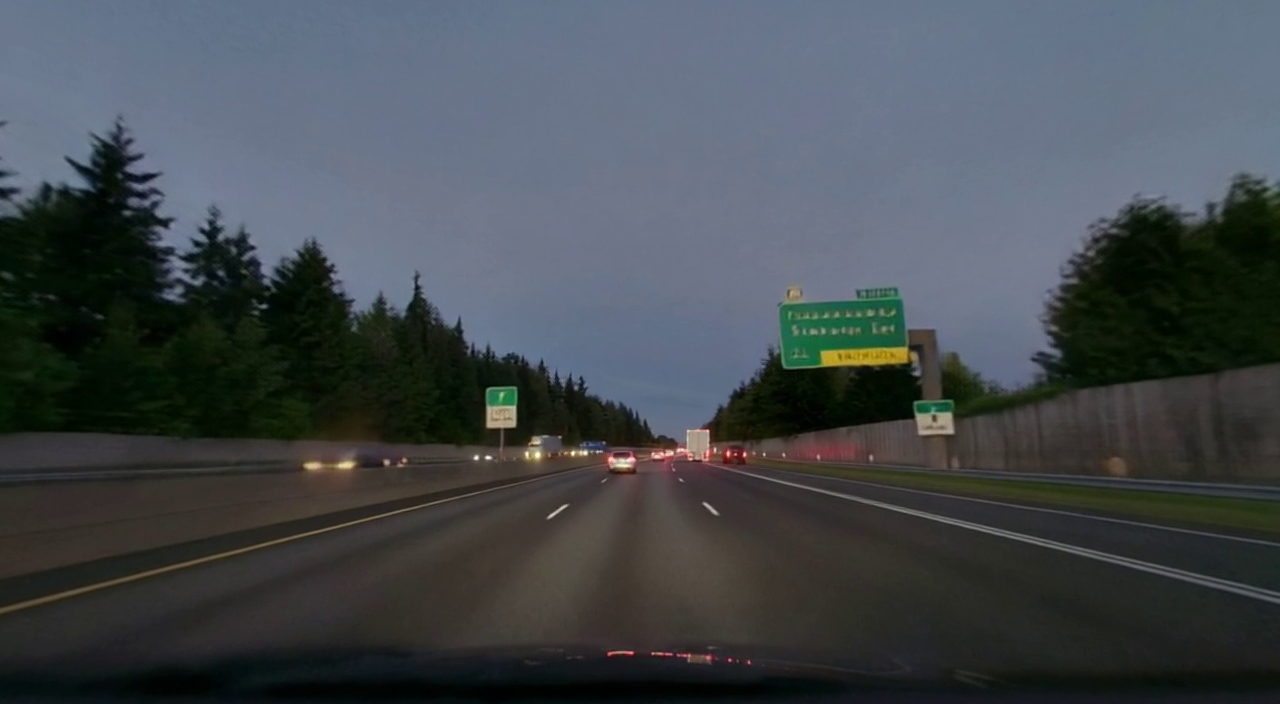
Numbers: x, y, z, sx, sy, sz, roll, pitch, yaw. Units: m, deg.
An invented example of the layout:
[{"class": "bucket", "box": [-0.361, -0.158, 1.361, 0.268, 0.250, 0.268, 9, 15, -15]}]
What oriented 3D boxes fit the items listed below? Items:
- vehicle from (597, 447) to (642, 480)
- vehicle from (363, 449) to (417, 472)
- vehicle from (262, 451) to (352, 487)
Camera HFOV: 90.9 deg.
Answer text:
[{"class": "vehicle", "box": [-0.983, 5.645, 32.077, 2.035, 1.513, 4.272, 0, -9, 2]}, {"class": "vehicle", "box": [-18.006, 7.826, 45.609, 1.859, 1.580, 4.271, -1, -9, 4]}, {"class": "vehicle", "box": [-14.965, 5.257, 28.575, 1.817, 1.470, 3.869, -1, -9, 3]}]
